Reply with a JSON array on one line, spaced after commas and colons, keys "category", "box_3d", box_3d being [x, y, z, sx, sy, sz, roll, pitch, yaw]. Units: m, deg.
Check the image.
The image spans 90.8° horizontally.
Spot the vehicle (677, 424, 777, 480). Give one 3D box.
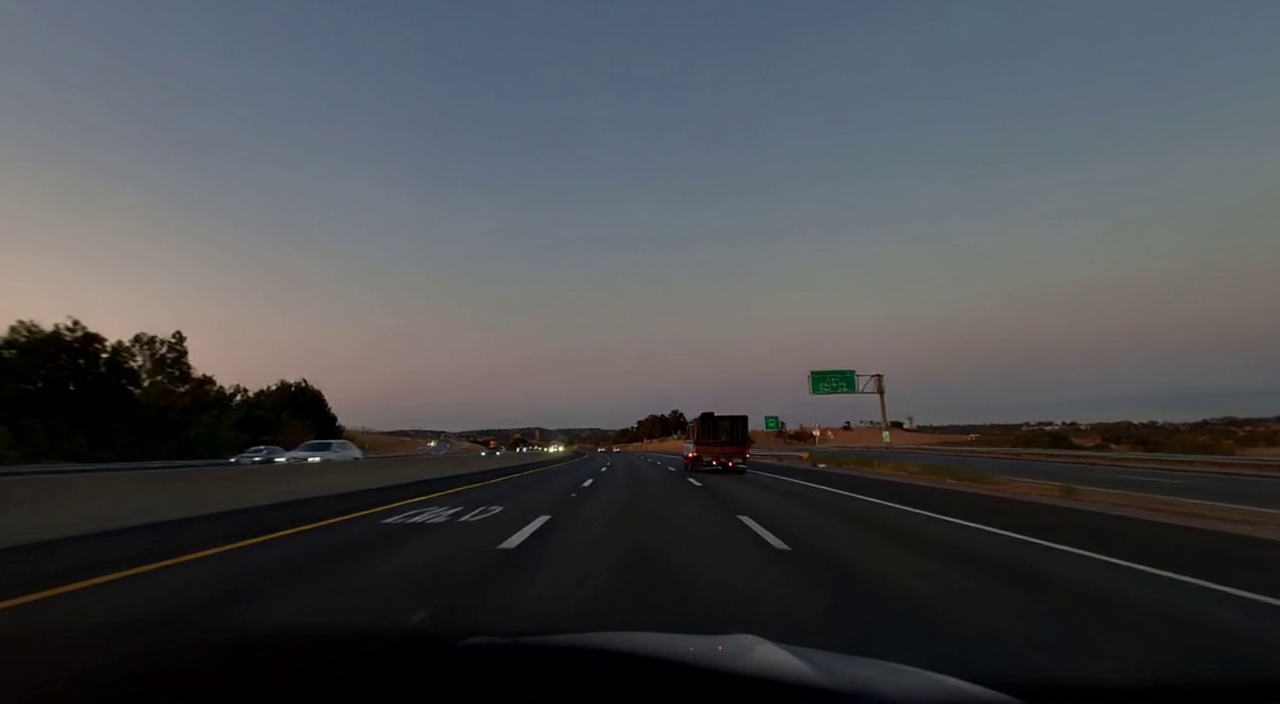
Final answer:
[{"category": "vehicle", "box_3d": [3.440, 4.281, 27.378, 2.981, 2.053, 7.897, 0, -8, -2]}]

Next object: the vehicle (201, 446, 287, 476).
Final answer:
[{"category": "vehicle", "box_3d": [-22.240, 6.091, 35.697, 1.952, 1.552, 4.670, 0, -8, -2]}]

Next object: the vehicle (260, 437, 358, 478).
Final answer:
[{"category": "vehicle", "box_3d": [-14.382, 4.606, 27.746, 1.969, 1.656, 4.297, 0, -8, -1]}]
